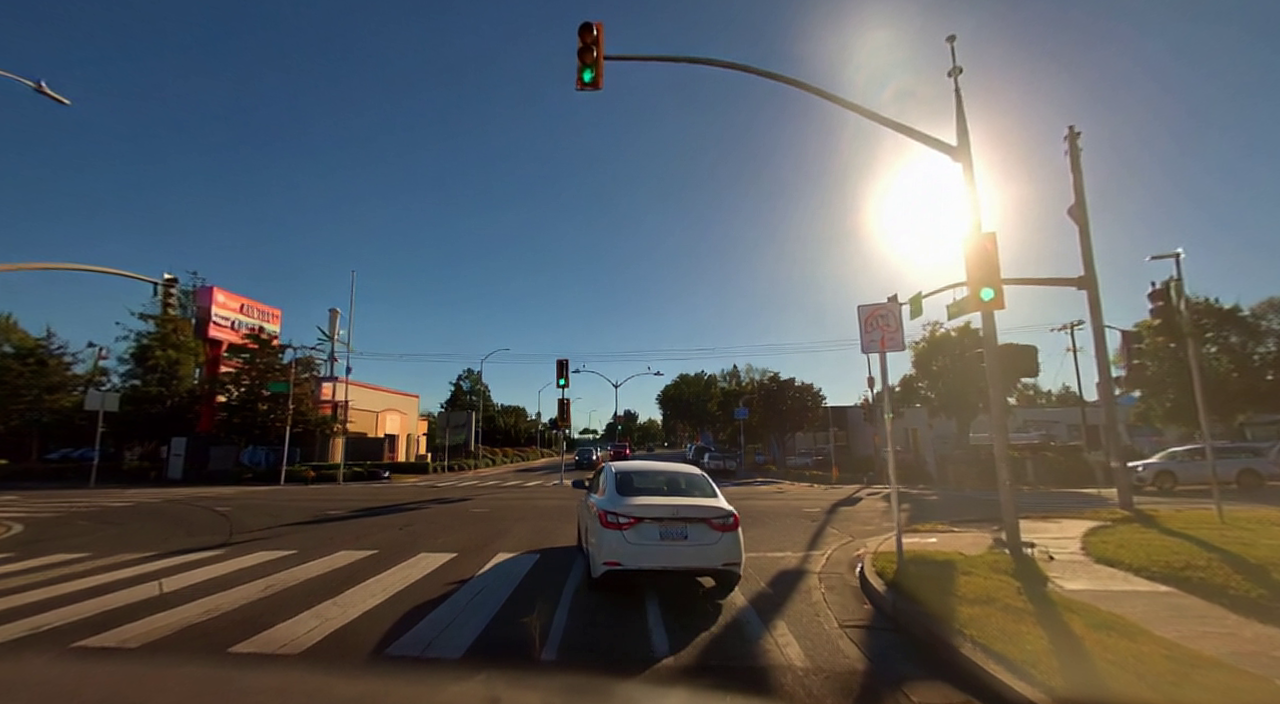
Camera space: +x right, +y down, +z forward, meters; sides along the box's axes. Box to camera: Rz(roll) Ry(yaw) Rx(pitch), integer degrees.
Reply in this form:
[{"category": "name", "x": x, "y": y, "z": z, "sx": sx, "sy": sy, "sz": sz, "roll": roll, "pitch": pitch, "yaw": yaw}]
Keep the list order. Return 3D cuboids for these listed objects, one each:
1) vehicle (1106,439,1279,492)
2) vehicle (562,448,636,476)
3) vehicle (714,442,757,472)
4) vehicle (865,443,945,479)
[{"category": "vehicle", "x": 16.817, "y": 3.398, "z": 19.129, "sx": 3.876, "sy": 1.512, "sz": 1.784, "roll": 0, "pitch": -8, "yaw": -1}, {"category": "vehicle", "x": -2.451, "y": 6.436, "z": 37.143, "sx": 3.991, "sy": 1.526, "sz": 1.868, "roll": -5, "pitch": -9, "yaw": 31}, {"category": "vehicle", "x": 6.901, "y": 7.569, "z": 45.703, "sx": 1.491, "sy": 2.041, "sz": 2.964, "roll": 6, "pitch": -10, "yaw": -33}, {"category": "vehicle", "x": 12.416, "y": 5.211, "z": 29.808, "sx": 1.922, "sy": 1.529, "sz": 3.964, "roll": 0, "pitch": -12, "yaw": -1}]
